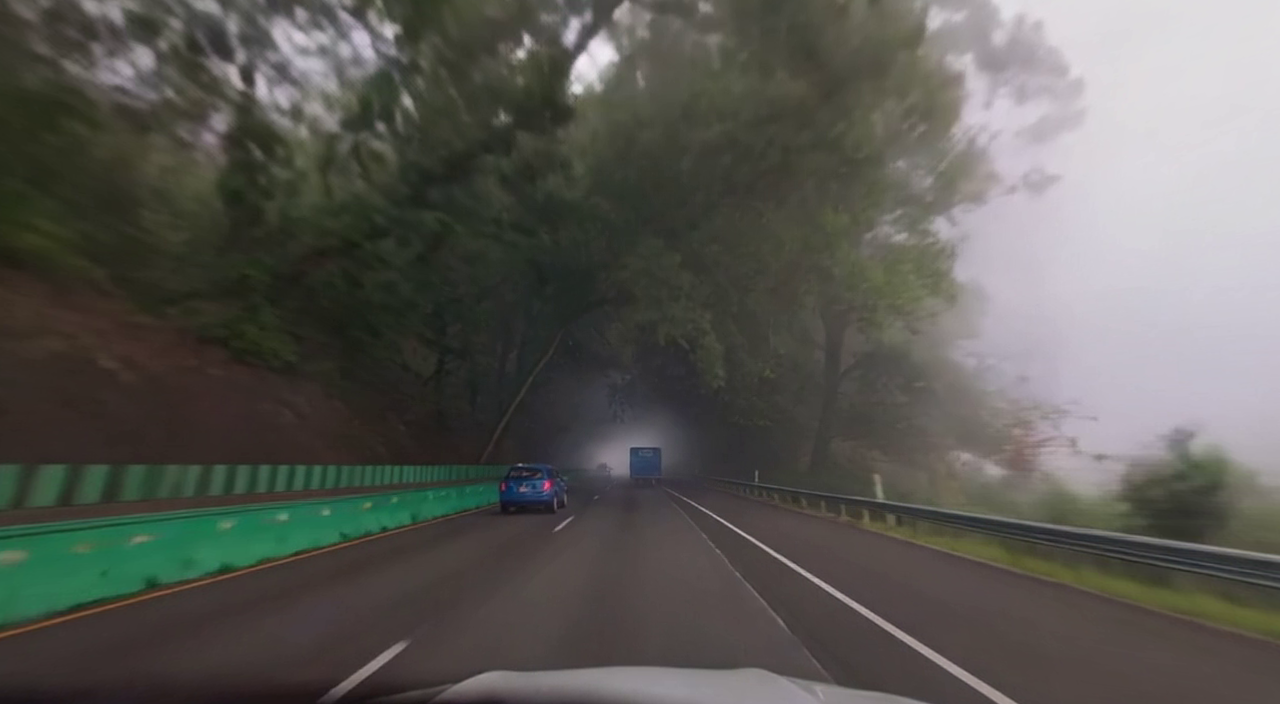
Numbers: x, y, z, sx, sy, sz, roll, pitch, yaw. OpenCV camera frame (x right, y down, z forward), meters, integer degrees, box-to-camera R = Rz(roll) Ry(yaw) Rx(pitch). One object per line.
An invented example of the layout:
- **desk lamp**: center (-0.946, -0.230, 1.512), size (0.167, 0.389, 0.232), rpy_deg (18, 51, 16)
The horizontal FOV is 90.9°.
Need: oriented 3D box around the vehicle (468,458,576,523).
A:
- **vehicle**: center (-3.034, 3.705, 17.206), size (2.038, 1.490, 4.391), rpy_deg (1, -11, 1)
